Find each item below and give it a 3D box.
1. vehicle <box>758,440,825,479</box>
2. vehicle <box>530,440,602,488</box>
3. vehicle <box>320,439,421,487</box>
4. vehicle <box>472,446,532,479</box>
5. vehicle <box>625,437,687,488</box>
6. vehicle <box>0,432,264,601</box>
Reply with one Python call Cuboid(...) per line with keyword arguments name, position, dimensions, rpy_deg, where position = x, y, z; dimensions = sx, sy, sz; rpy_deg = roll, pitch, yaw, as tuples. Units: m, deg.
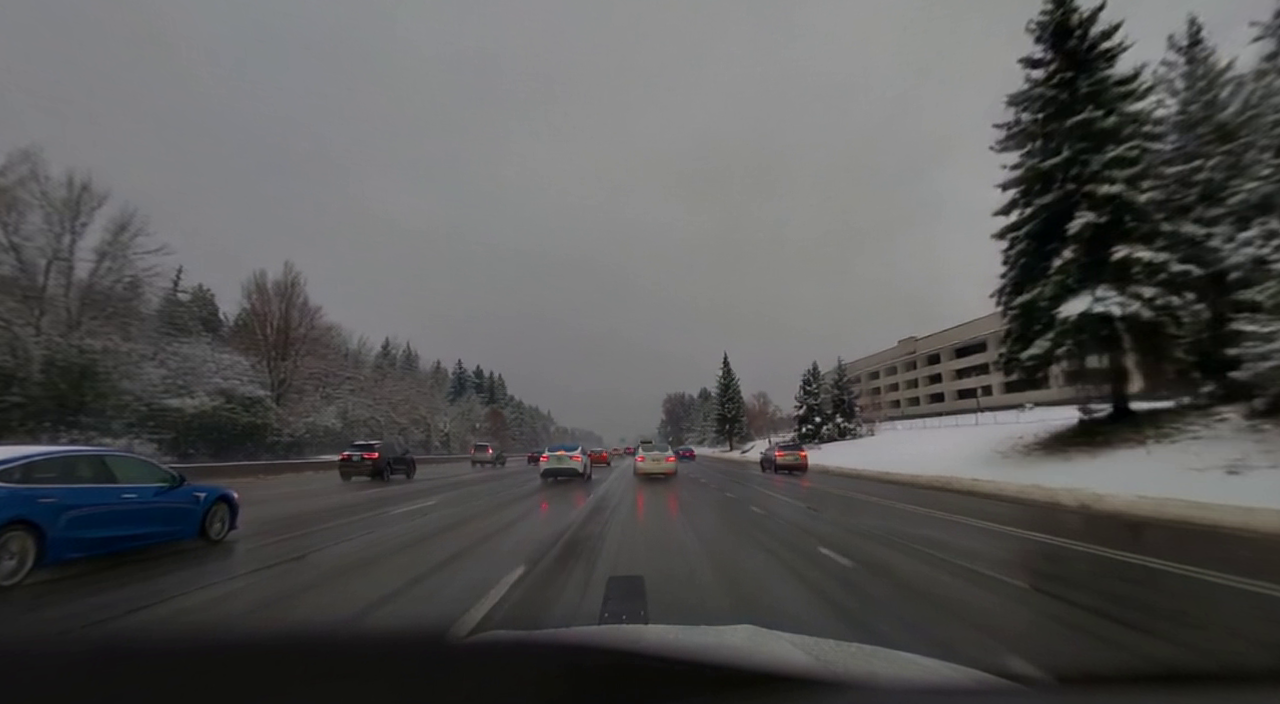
Cuboid(name="vehicle", position=(7.503, 5.347, 31.744), dimensions=(2.071, 1.754, 4.484), rpy_deg=(0, -8, -3))
Cuboid(name="vehicle", position=(-2.711, 4.222, 24.116), dimensions=(2.102, 1.624, 4.257), rpy_deg=(-1, -8, 2))
Cuboid(name="vehicle", position=(-10.365, 4.277, 24.658), dimensions=(1.947, 1.683, 4.331), rpy_deg=(-1, -8, 1))
Cuboid(name="vehicle", position=(-6.593, 5.312, 30.580), dimensions=(1.886, 1.455, 4.148), rpy_deg=(0, -8, 1))
Cuboid(name="vehicle", position=(0.575, 4.094, 23.788), dimensions=(2.114, 1.715, 4.136), rpy_deg=(-1, -8, 1))
Cuboid(name="vehicle", position=(-6.705, 1.675, 7.041), dimensions=(2.116, 1.473, 4.644), rpy_deg=(0, -8, 1))
